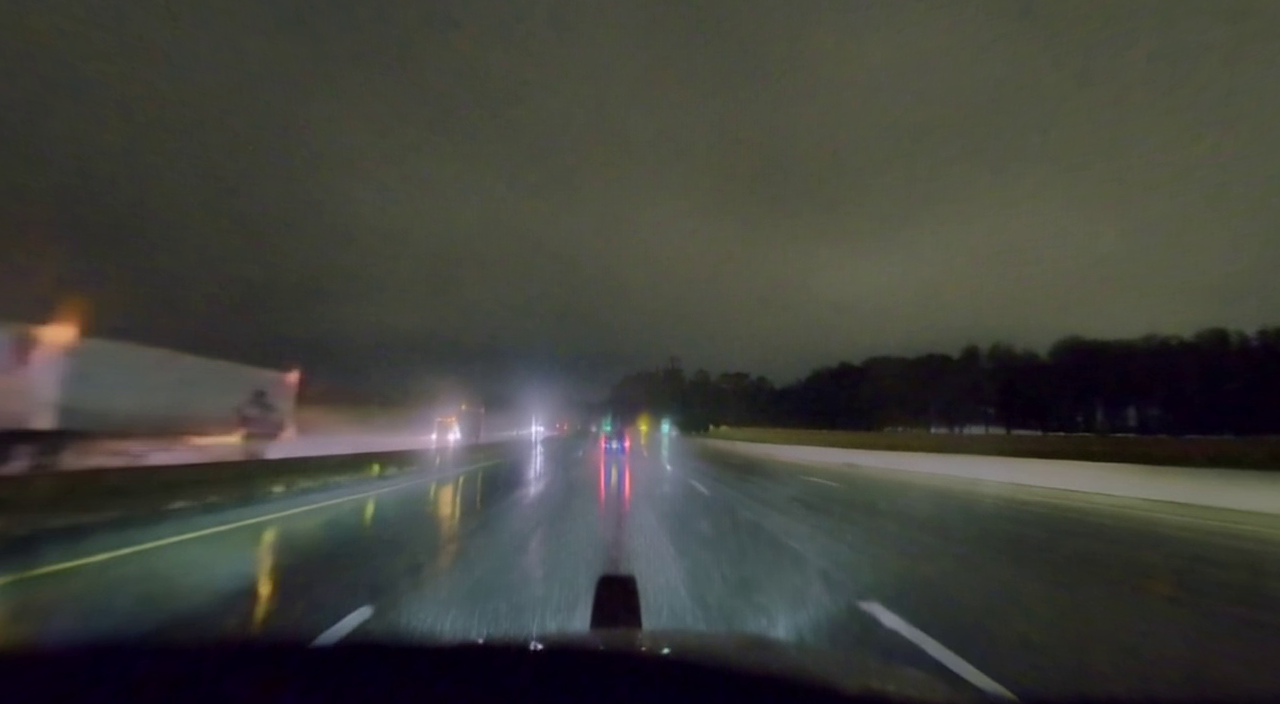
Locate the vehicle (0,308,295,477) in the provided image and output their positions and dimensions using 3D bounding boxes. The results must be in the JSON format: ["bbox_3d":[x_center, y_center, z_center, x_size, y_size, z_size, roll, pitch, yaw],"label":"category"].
[{"bbox_3d":[-16.855,1.794,21.106,2.915,3.951,14.819,0,-8,-3],"label":"vehicle"}]

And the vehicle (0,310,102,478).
[{"bbox_3d":[-16.434,0.954,14.443,2.992,3.902,5.828,0,-8,-2],"label":"vehicle"}]

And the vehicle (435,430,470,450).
[{"bbox_3d":[-14.045,6.591,47.428,1.682,1.409,3.563,0,-8,-3],"label":"vehicle"}]

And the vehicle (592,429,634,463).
[{"bbox_3d":[-1.415,4.799,32.302,1.997,1.589,4.179,0,-8,-4],"label":"vehicle"}]
